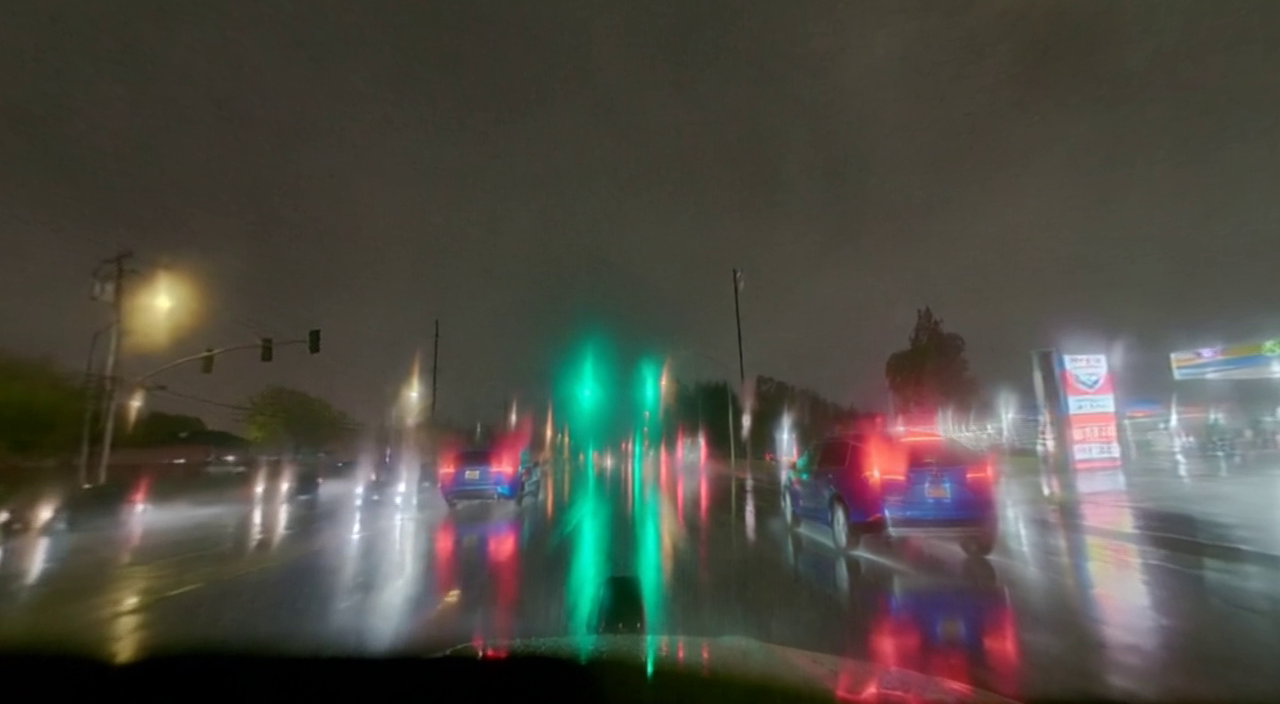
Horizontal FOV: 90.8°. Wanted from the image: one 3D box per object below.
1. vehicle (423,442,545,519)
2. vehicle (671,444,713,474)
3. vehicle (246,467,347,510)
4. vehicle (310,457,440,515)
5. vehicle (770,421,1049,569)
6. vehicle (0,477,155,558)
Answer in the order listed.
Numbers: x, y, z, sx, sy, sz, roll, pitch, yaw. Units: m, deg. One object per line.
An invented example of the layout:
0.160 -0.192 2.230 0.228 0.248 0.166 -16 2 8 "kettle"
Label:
-3.644 3.058 15.580 1.935 1.617 4.045 0 -9 1 "vehicle"
3.162 6.643 39.397 2.066 1.699 4.419 0 -9 -2 "vehicle"
-14.199 5.627 26.409 1.833 1.476 4.117 -1 -9 1 "vehicle"
-8.101 4.096 19.861 2.056 1.519 4.383 -1 -9 2 "vehicle"
3.532 1.962 9.462 2.085 1.655 4.459 0 -9 -2 "vehicle"
-14.280 3.831 15.035 1.861 1.472 4.543 0 -9 0 "vehicle"
